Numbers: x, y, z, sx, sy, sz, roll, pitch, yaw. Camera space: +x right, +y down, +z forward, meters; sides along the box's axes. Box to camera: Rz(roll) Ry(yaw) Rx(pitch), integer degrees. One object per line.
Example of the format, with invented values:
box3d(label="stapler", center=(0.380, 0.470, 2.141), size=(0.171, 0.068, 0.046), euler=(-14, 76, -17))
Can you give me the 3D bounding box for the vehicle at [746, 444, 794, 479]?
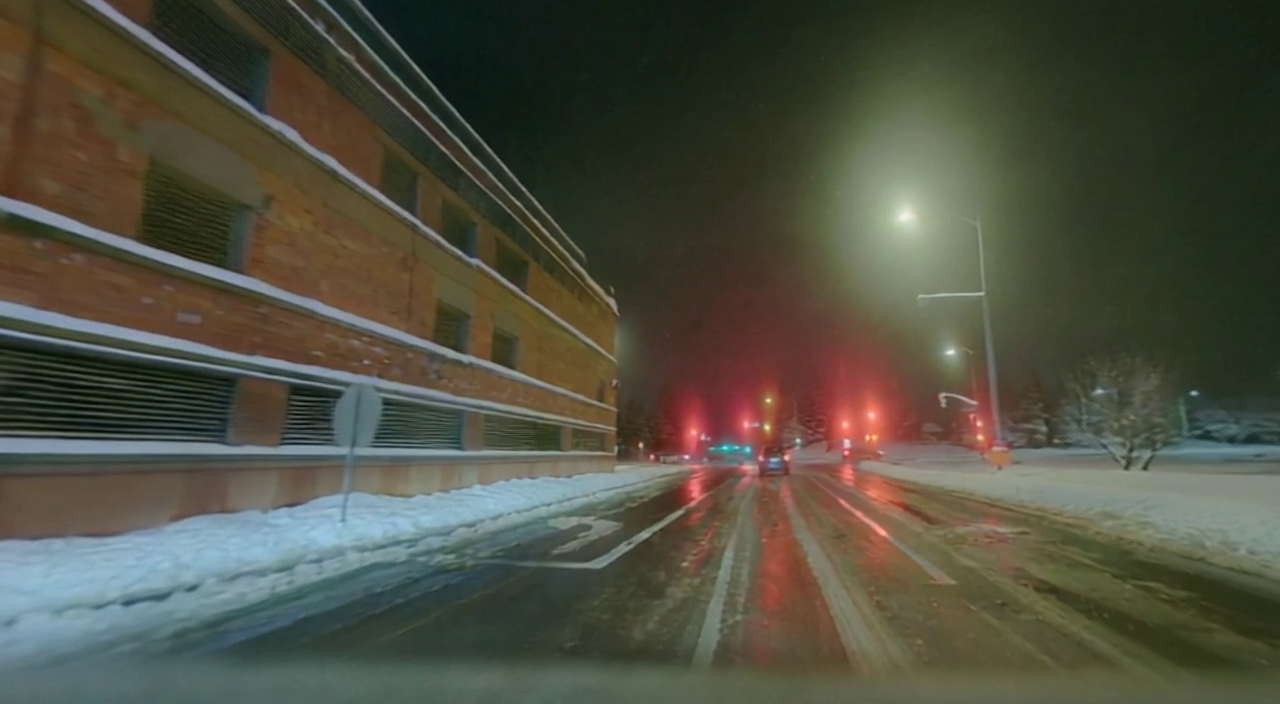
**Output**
box3d(label="vehicle", center=(6.770, 5.607, 32.689), size=(2.218, 1.657, 4.551), euler=(-1, -9, 12))
